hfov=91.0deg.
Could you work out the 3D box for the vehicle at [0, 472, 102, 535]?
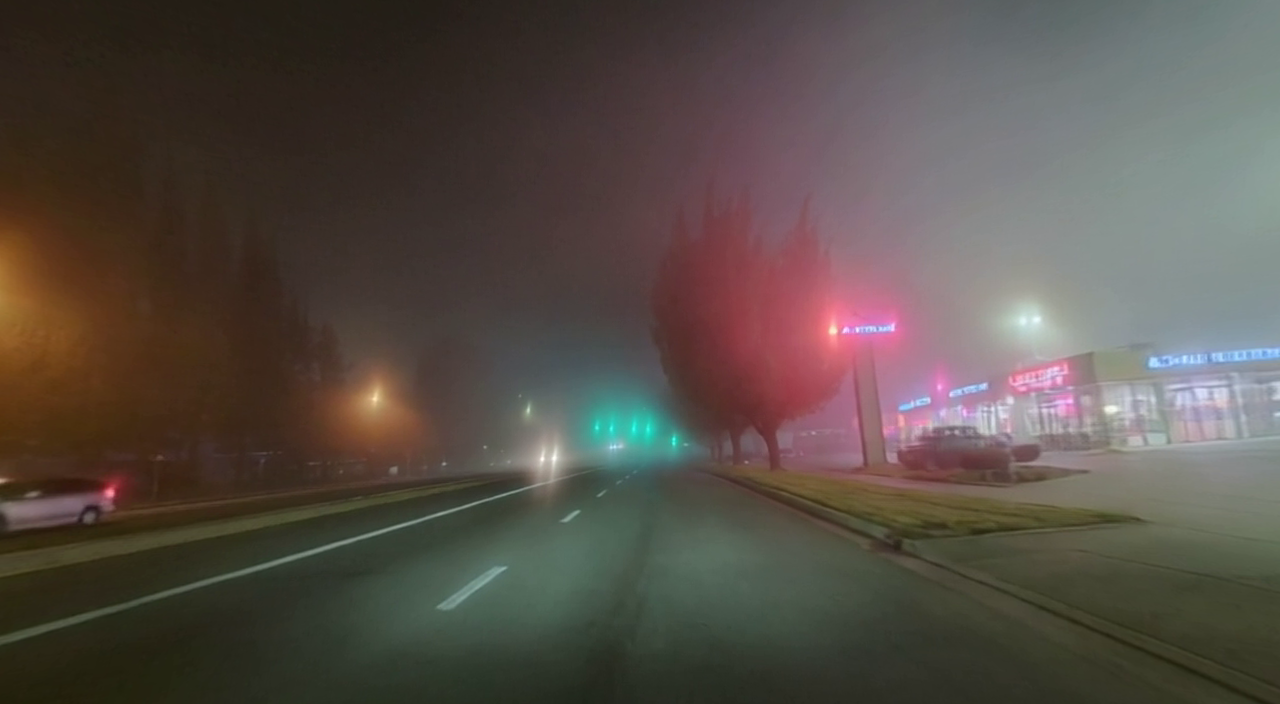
[{"bbox_3d":[-17.119,3.984,16.542,1.834,1.469,4.496,0,-9,2],"label":"vehicle"}]
